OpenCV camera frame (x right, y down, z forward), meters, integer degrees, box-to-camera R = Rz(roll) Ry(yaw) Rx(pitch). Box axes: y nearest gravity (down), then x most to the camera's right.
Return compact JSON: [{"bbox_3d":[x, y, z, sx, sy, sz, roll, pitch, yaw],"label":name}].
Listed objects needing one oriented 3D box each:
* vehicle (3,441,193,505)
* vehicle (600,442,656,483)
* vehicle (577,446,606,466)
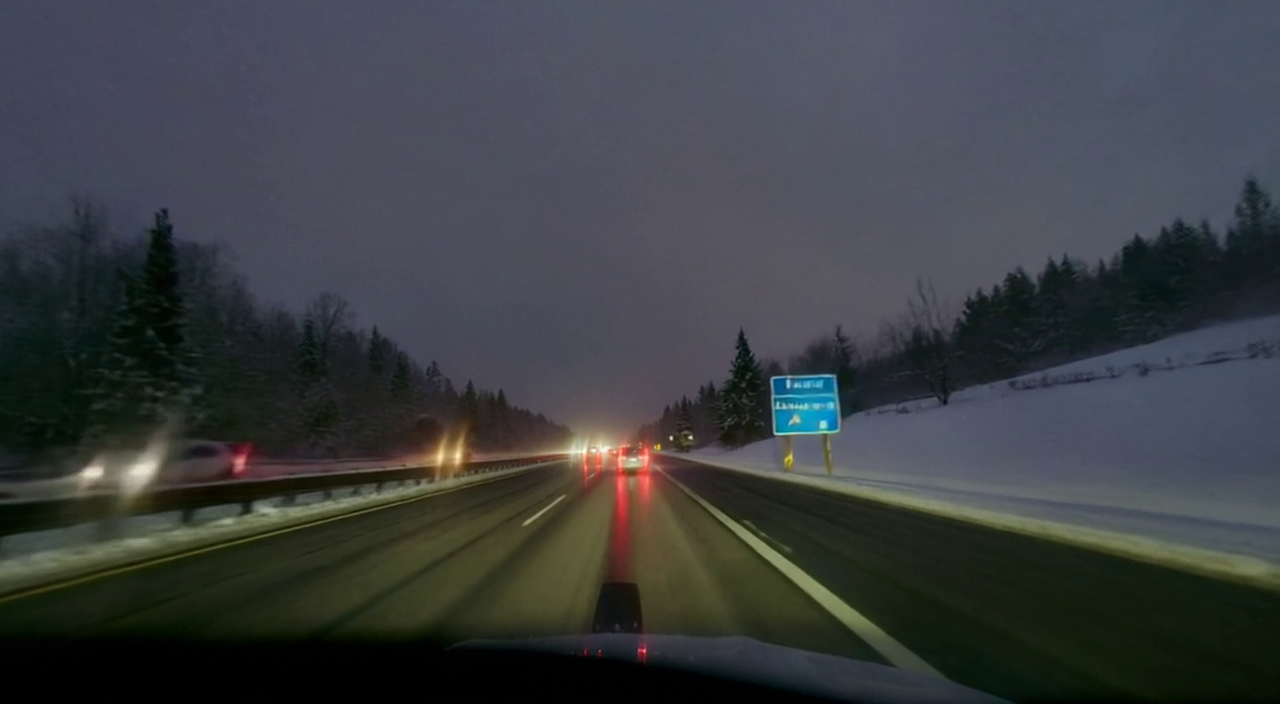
[{"bbox_3d":[-16.987,3.768,20.061,1.955,1.764,4.585,-1,-9,0],"label":"vehicle"},{"bbox_3d":[-0.467,4.407,25.200,2.066,1.490,3.759,-1,-9,0],"label":"vehicle"},{"bbox_3d":[-3.767,8.082,48.903,1.994,1.470,3.752,-1,-9,0],"label":"vehicle"}]
